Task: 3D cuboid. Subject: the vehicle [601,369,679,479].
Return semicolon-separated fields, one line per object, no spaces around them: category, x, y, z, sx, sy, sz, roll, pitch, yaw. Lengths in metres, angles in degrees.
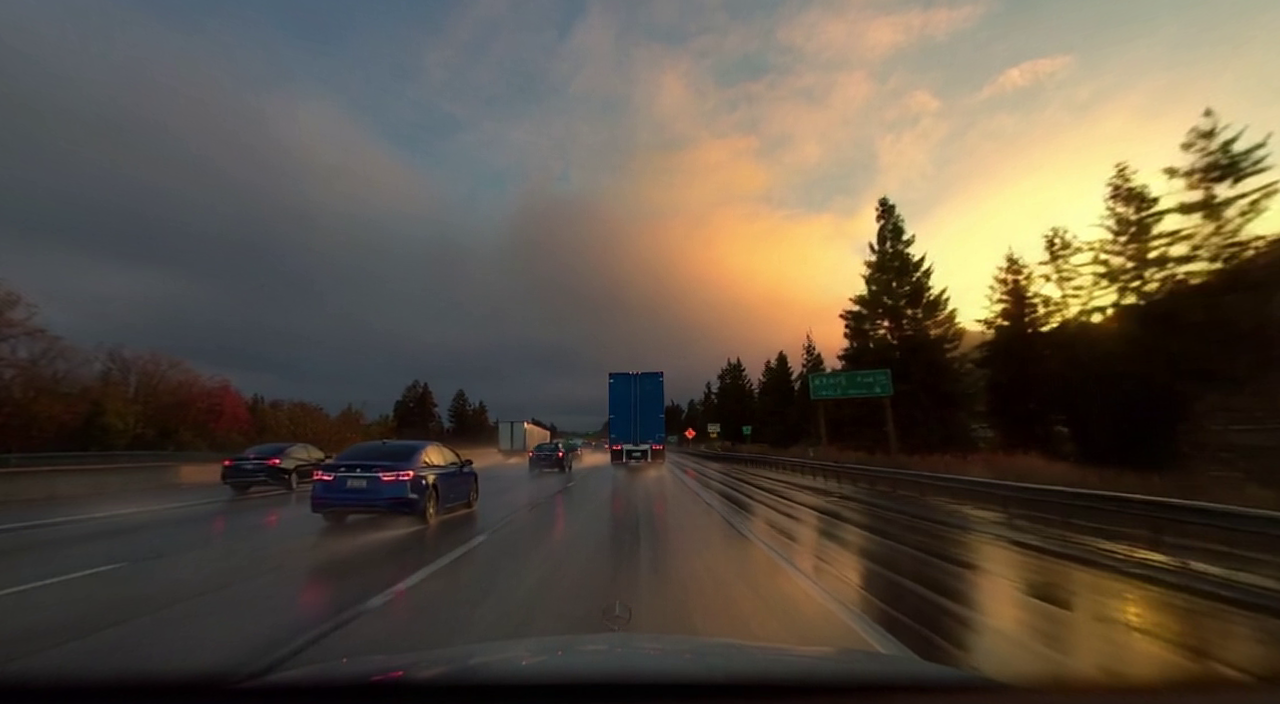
vehicle;-0.177;3.462;29.157;2.913;4.113;10.724;0;-8;-2

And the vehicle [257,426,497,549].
vehicle;-3.900;2.058;10.277;2.164;1.582;3.979;0;-8;1

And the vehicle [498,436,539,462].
vehicle;-8.842;7.141;46.272;2.026;1.791;4.599;-1;-8;1

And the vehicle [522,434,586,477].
vehicle;-3.613;4.416;27.194;2.158;1.680;4.087;0;-8;0
